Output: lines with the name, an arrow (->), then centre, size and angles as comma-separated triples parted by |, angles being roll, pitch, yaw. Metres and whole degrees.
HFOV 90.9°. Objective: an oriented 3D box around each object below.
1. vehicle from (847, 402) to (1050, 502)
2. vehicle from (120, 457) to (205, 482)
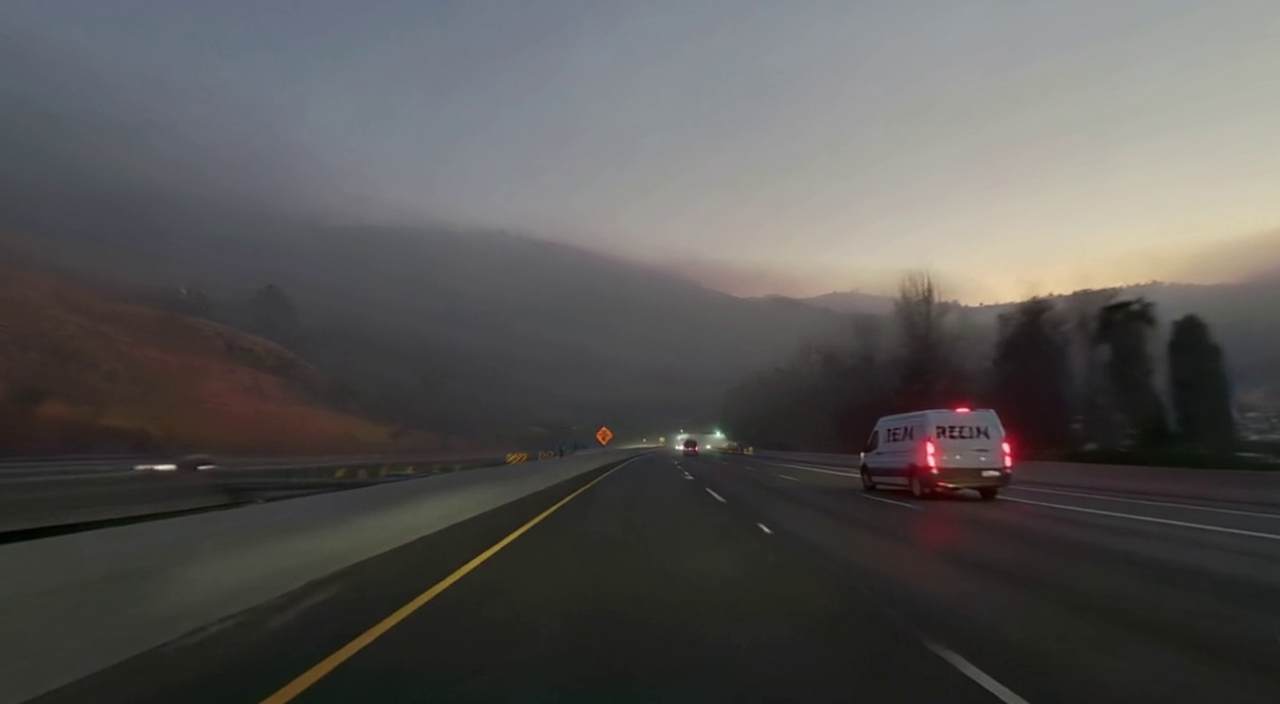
vehicle -> 7.330, 2.485, 15.927 | 2.275, 2.059, 5.543 | 0, -8, 0
vehicle -> -31.959, 7.842, 42.417 | 1.895, 1.497, 4.794 | 0, -8, 1
